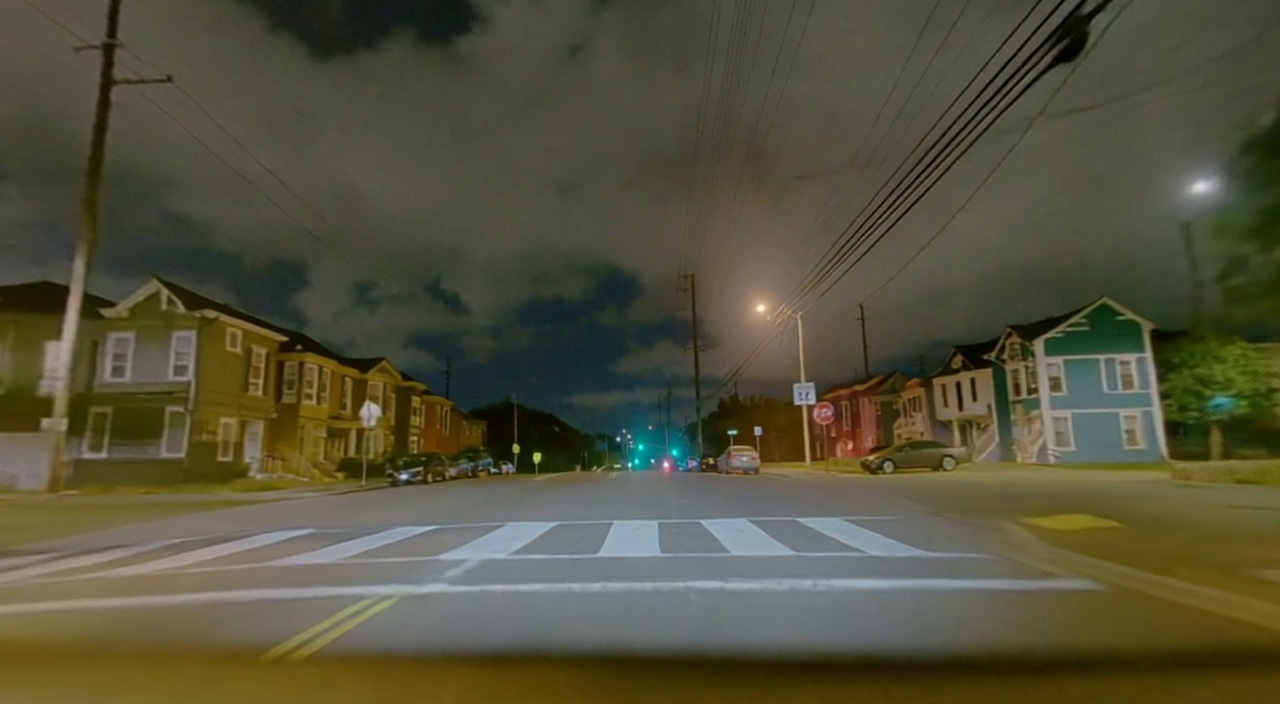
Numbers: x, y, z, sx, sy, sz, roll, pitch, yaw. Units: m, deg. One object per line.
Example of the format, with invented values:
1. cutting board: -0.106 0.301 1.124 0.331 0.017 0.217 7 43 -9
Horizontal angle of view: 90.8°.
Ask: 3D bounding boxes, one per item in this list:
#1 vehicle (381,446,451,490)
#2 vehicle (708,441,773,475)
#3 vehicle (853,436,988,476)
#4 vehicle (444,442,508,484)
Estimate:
1. vehicle: -10.201 5.319 29.100 1.900 1.683 4.486 -5 -10 -5
2. vehicle: 4.842 5.199 31.229 2.059 1.502 4.824 1 -8 -4
3. vehicle: 10.800 4.004 24.477 4.336 1.424 1.954 2 -9 -10
4. vehicle: -10.526 7.140 41.039 2.687 2.491 5.936 0 -8 -2
